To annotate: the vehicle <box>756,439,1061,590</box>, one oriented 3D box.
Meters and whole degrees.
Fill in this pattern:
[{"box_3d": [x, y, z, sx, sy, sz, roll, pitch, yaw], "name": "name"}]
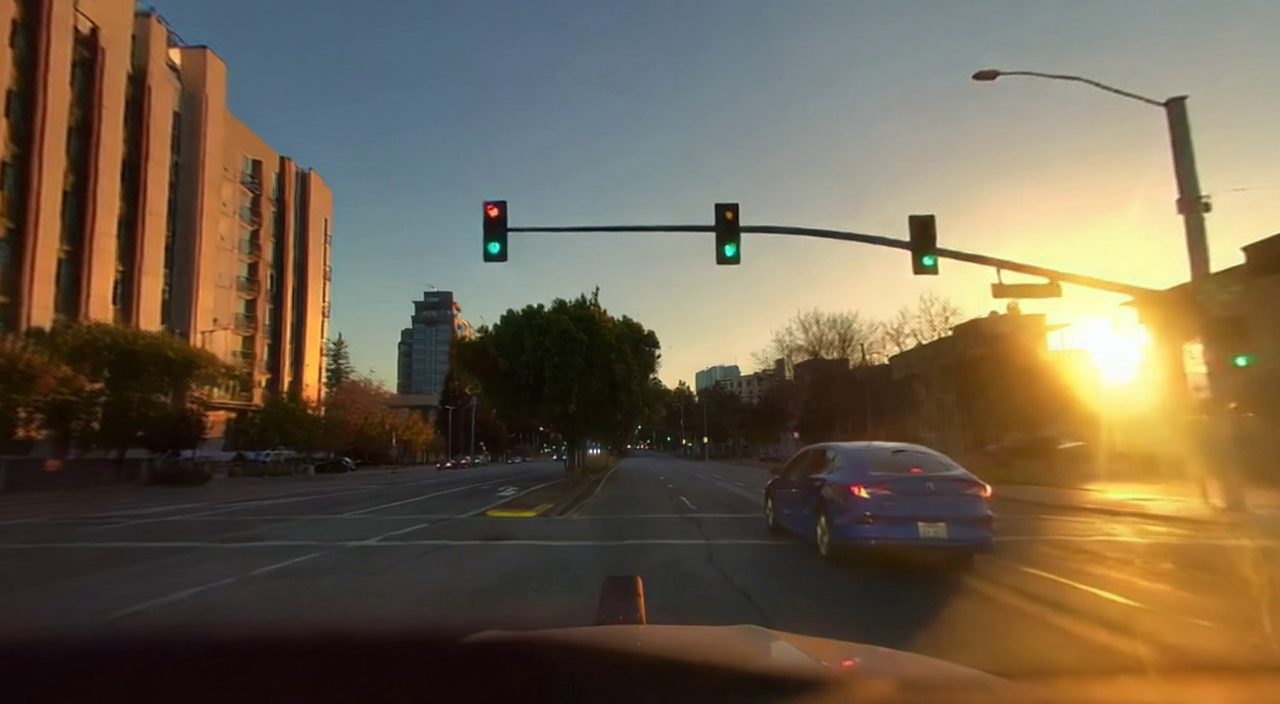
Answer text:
[{"box_3d": [3.084, 1.948, 8.592, 2.015, 1.455, 4.615, 0, -9, -1], "name": "vehicle"}]
